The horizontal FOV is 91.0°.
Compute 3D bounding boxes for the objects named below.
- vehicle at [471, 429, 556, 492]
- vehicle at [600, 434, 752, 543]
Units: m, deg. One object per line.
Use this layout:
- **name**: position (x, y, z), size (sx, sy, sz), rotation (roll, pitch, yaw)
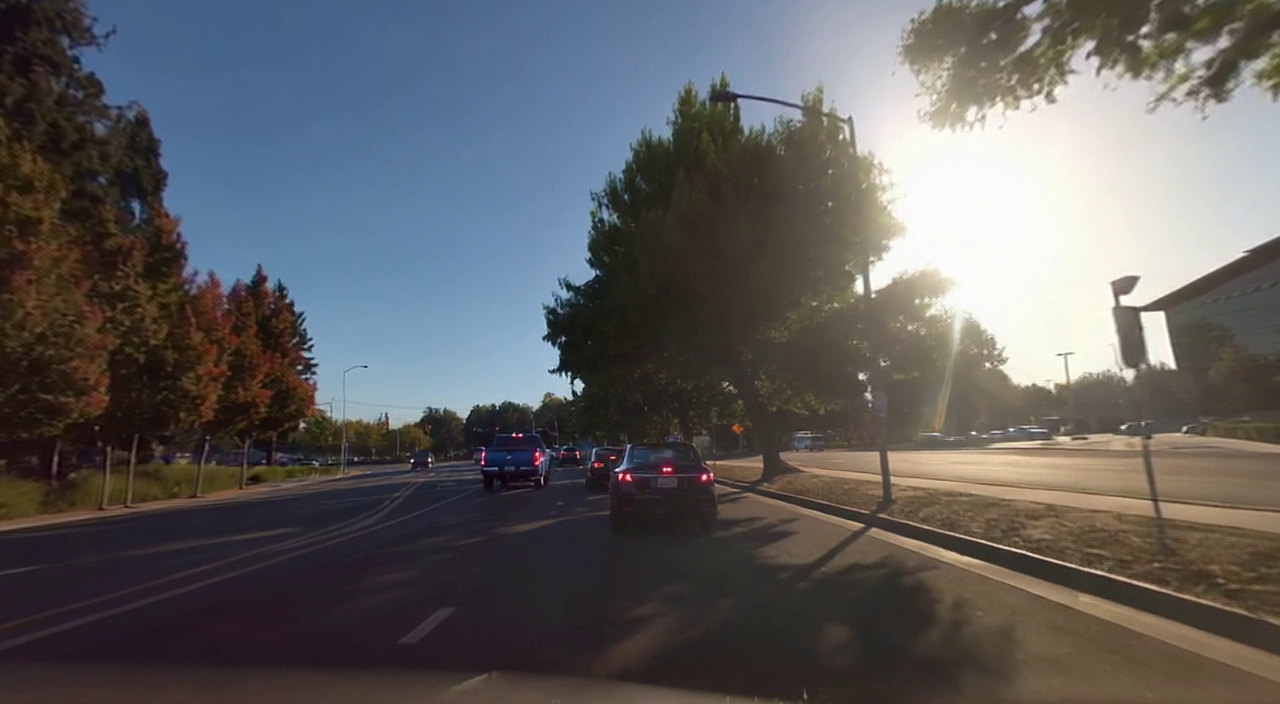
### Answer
- **vehicle**: position (-4.482, 3.952, 23.296), size (2.512, 1.992, 5.725), rotation (1, -9, -6)
- **vehicle**: position (0.387, 2.251, 11.047), size (2.142, 1.528, 4.133), rotation (1, -9, -4)
